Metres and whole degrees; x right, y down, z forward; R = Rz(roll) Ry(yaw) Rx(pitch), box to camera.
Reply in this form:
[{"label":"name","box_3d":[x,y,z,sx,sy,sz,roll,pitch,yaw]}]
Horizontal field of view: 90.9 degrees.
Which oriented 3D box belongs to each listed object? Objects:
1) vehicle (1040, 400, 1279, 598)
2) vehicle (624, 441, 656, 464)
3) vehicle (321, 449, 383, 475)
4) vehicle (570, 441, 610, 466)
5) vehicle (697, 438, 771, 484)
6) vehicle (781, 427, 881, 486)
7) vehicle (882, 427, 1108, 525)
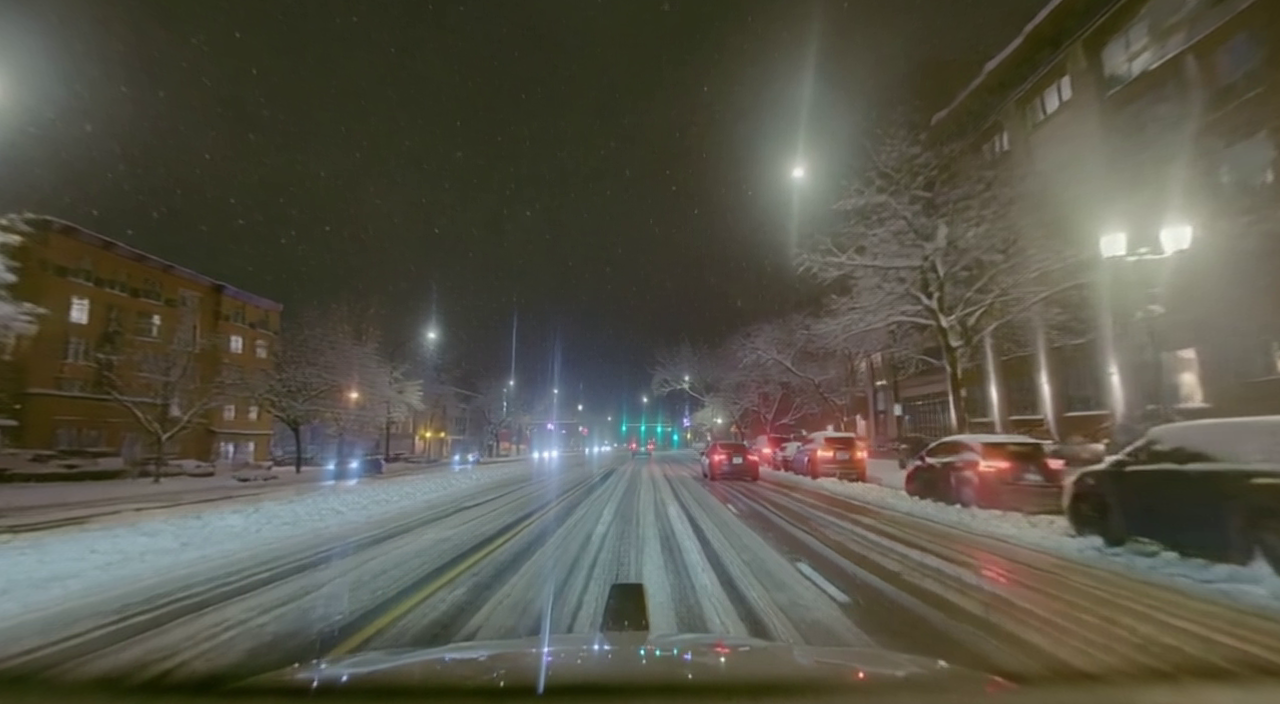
[{"label":"vehicle","box_3d":[6.763,1.451,6.563,2.023,1.758,4.795,0,-8,0]},{"label":"vehicle","box_3d":[0.038,6.895,43.217,2.101,1.480,3.929,-1,-8,2]},{"label":"vehicle","box_3d":[-18.693,7.142,41.157,1.864,1.458,4.598,-4,-8,1]},{"label":"vehicle","box_3d":[-3.085,6.406,39.800,2.082,1.467,4.379,0,-8,1]},{"label":"vehicle","box_3d":[3.285,3.924,22.942,1.990,1.486,4.431,0,-8,0]},{"label":"vehicle","box_3d":[6.838,3.810,23.265,2.215,1.909,4.875,0,-8,1]},{"label":"vehicle","box_3d":[6.849,2.421,12.853,2.072,1.631,4.246,0,-8,-1]}]
